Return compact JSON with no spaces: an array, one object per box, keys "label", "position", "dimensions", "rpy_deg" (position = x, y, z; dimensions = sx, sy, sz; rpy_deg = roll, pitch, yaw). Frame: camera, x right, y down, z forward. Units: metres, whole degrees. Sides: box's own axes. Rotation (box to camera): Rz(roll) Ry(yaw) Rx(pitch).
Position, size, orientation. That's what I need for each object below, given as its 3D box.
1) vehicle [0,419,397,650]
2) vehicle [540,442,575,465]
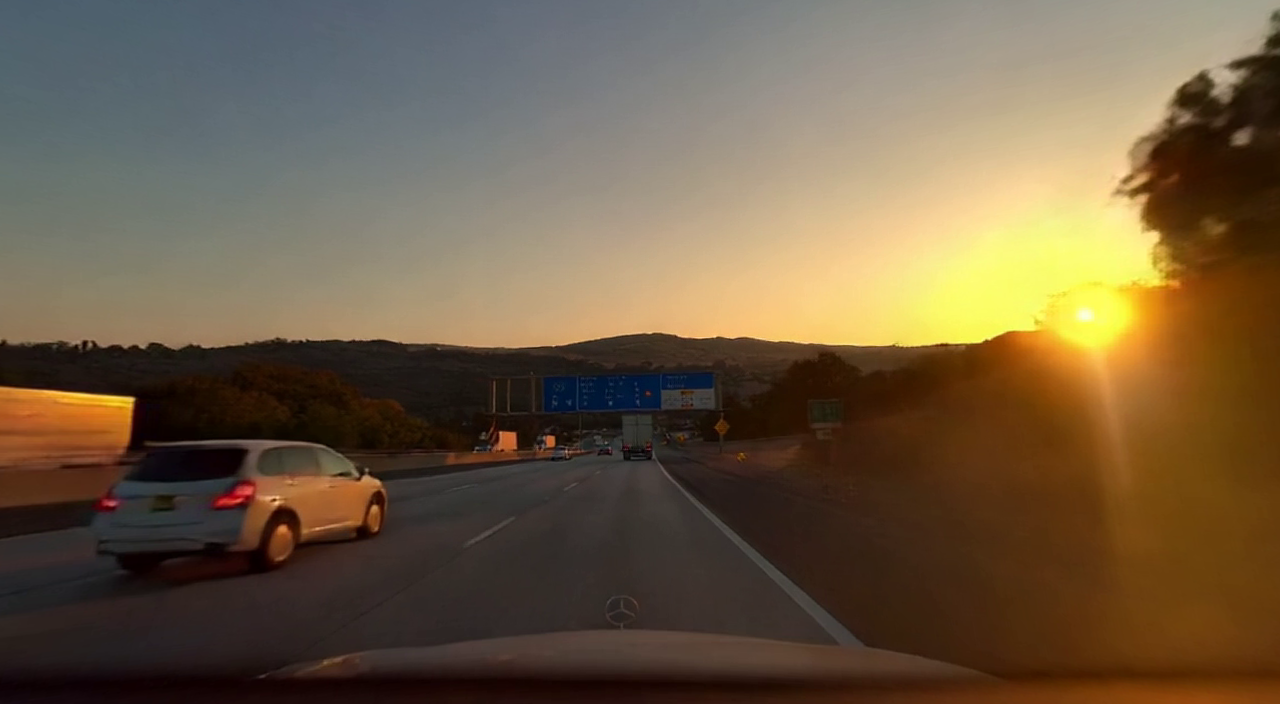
[{"label":"vehicle","position":[-4.194,1.520,6.199],"dimensions":[2.024,1.515,3.907],"rpy_deg":[0,-9,0]},{"label":"vehicle","position":[-6.330,7.899,49.108],"dimensions":[2.067,1.676,4.789],"rpy_deg":[0,-9,0]}]
